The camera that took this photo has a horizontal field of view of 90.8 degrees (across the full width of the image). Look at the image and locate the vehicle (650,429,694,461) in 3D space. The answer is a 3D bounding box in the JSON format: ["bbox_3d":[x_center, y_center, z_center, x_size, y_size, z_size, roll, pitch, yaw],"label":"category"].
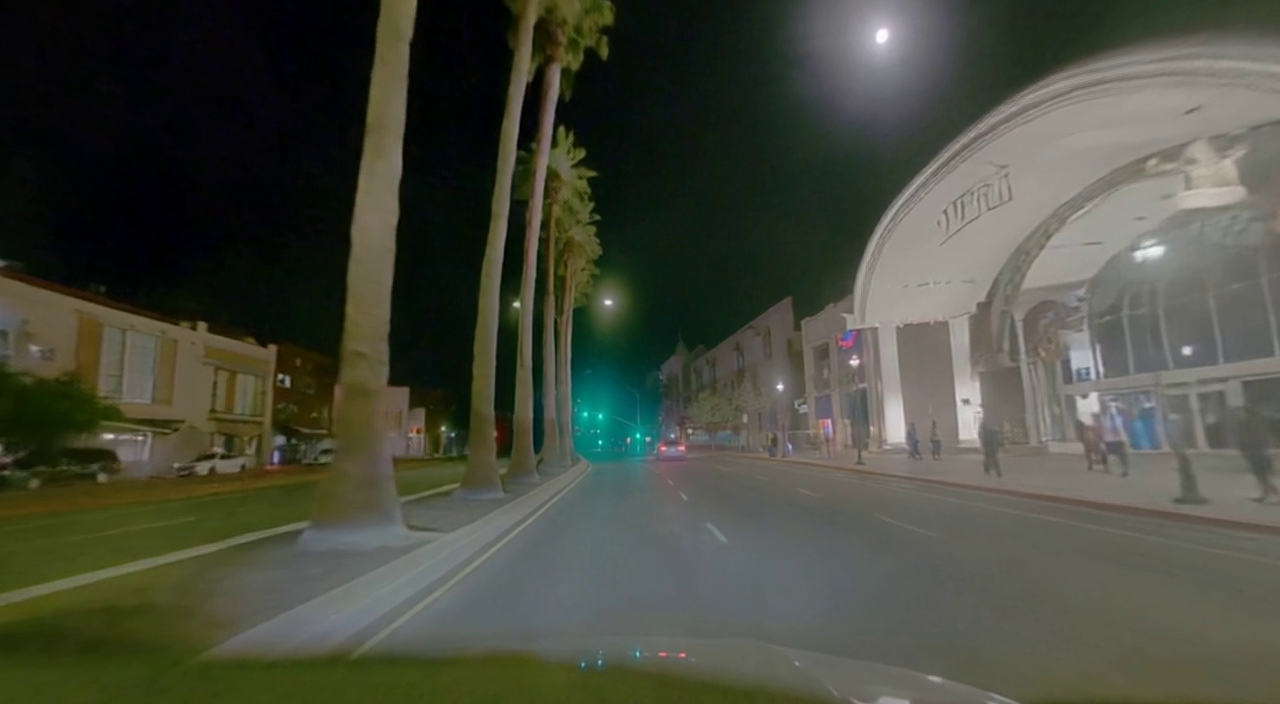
[{"bbox_3d":[2.027,6.295,42.739,2.284,2.010,6.670,0,-8,-3],"label":"vehicle"}]

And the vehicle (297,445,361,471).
[{"bbox_3d":[-22.052,7.487,44.990,2.285,1.689,4.968,0,-8,-4],"label":"vehicle"}]

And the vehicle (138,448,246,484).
[{"bbox_3d":[-21.816,5.533,31.044,1.866,1.553,4.835,0,-8,-1],"label":"vehicle"}]

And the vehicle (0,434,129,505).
[{"bbox_3d":[-18.359,3.453,18.950,2.136,1.890,4.670,0,-8,-1],"label":"vehicle"}]
